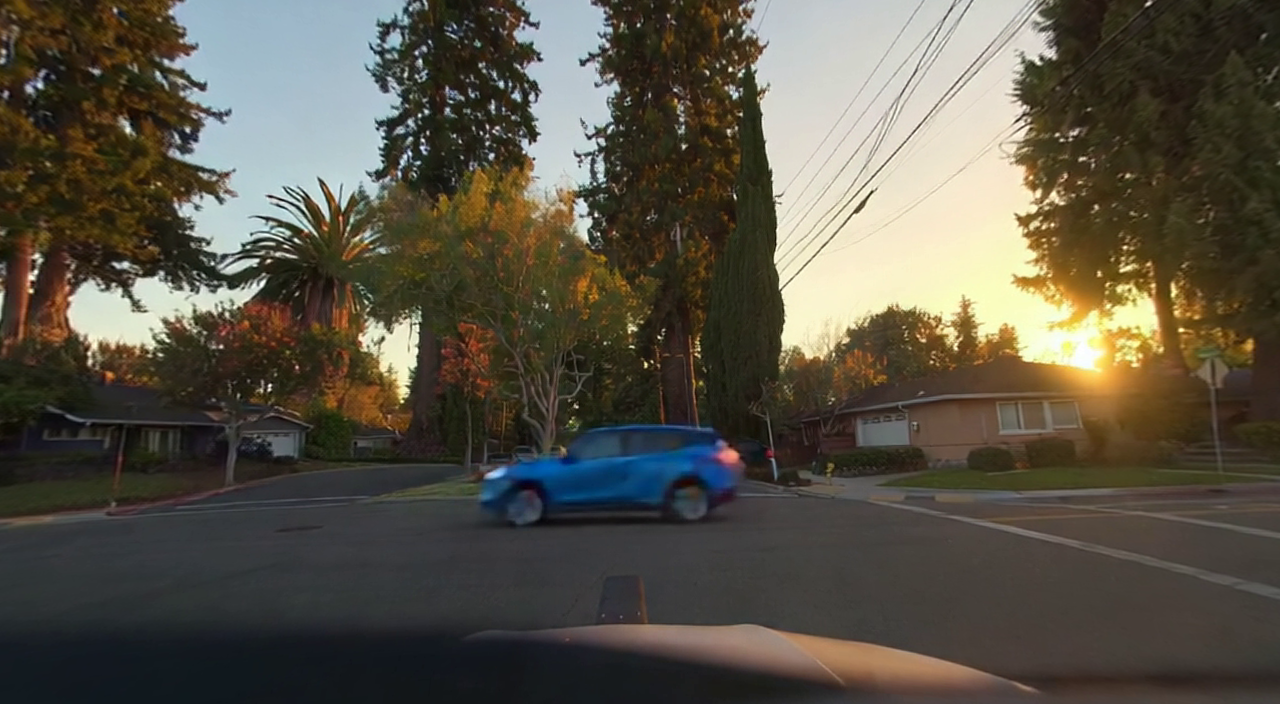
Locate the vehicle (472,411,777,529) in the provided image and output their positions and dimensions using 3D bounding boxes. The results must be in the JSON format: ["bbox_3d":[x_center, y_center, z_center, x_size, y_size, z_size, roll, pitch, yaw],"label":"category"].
[{"bbox_3d":[-0.266,2.027,11.176,4.809,1.834,2.181,0,-8,-2],"label":"vehicle"}]
